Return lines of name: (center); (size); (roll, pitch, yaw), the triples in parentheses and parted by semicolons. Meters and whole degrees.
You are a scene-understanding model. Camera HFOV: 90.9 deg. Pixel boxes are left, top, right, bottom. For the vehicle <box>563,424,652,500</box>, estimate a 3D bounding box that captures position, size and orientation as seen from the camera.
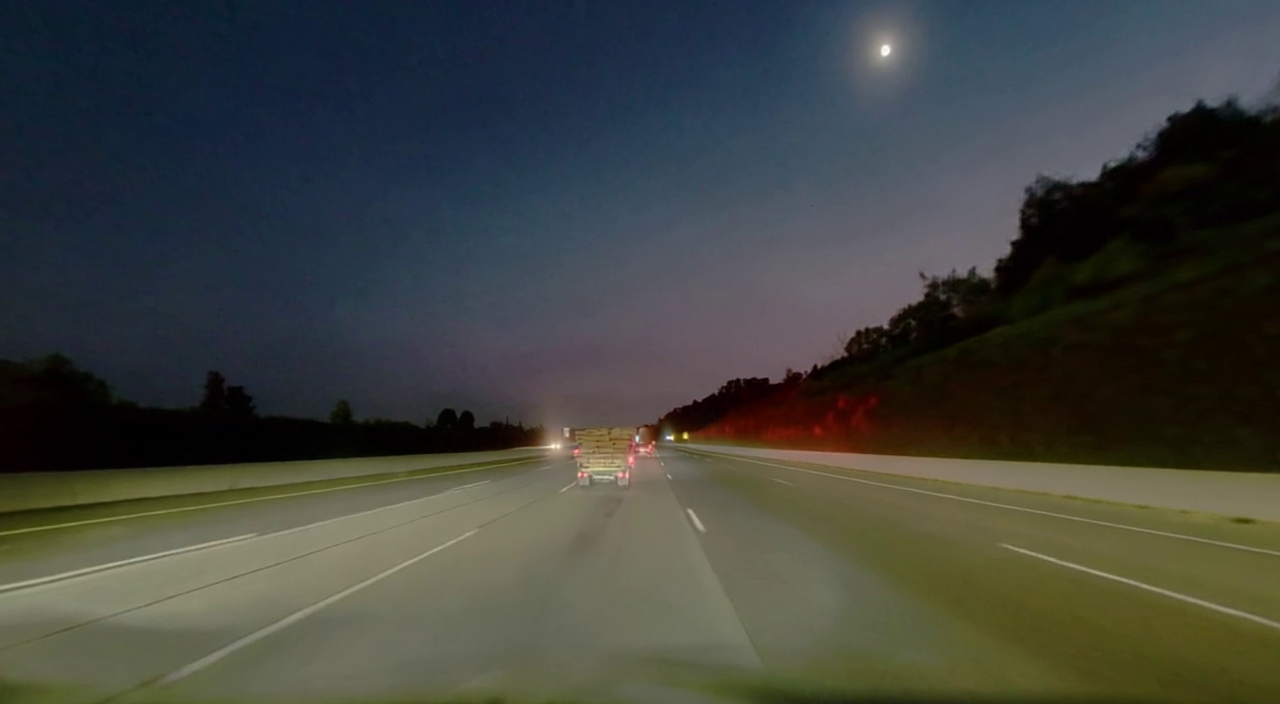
vehicle: (-0.736, 2.940, 17.198); (2.114, 1.787, 4.365); (0, -8, 1)
